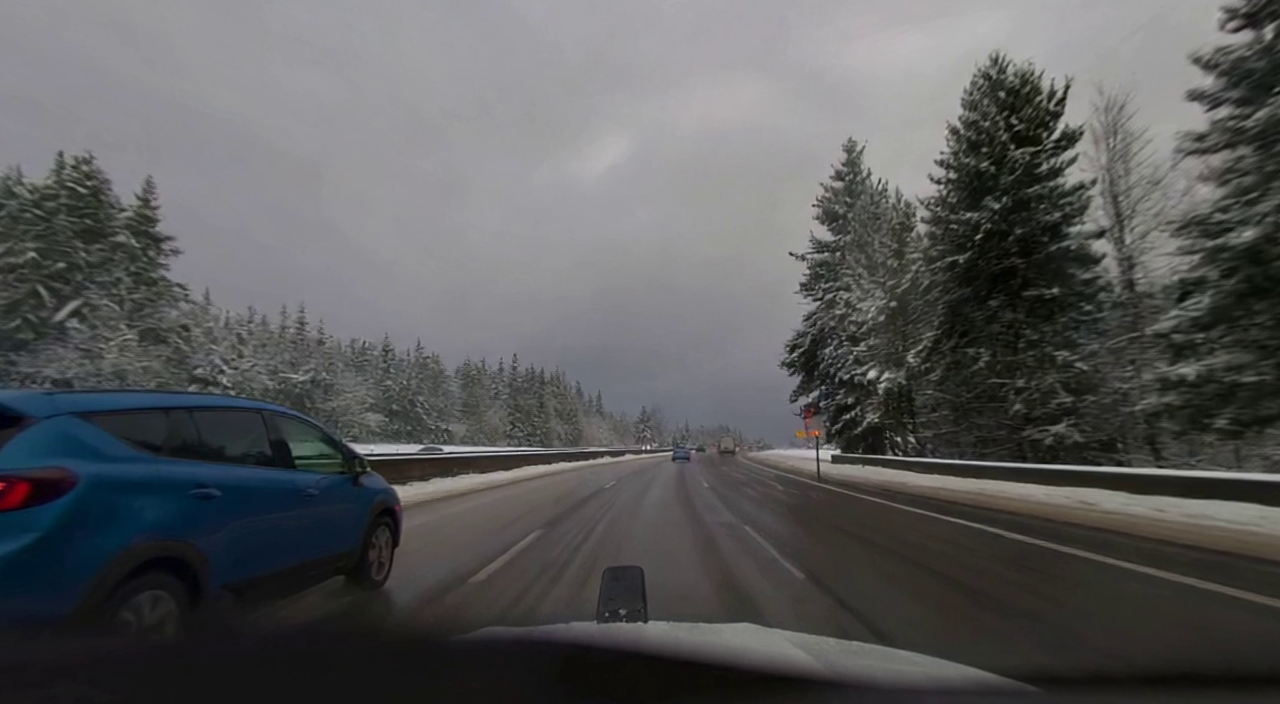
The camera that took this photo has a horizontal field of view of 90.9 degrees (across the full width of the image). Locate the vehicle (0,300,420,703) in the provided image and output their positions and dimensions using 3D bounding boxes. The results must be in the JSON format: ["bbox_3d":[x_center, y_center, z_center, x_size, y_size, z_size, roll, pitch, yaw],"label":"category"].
[{"bbox_3d":[-3.291,0.967,3.670,2.185,1.823,4.854,0,-9,1],"label":"vehicle"}]

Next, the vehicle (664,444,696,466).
[{"bbox_3d":[2.811,7.153,44.053,2.158,1.458,3.656,-1,-9,5],"label":"vehicle"}]
